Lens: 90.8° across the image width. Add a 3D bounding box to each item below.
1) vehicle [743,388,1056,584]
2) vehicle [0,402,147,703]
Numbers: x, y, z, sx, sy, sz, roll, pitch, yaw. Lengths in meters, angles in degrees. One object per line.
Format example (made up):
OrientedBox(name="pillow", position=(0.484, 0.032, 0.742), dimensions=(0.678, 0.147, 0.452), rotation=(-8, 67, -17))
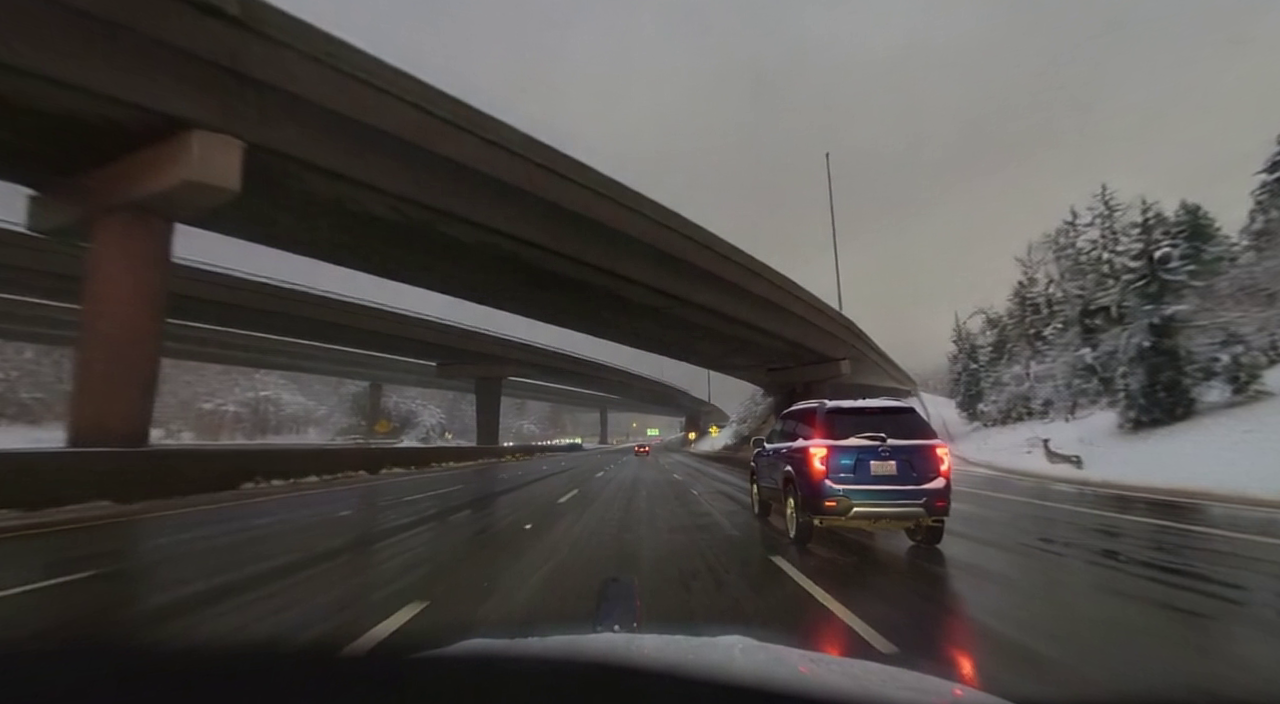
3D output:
OrientedBox(name="vehicle", position=(2.975, 1.693, 8.789), dimensions=(2.155, 1.918, 4.945), rotation=(0, -9, -1))
OrientedBox(name="vehicle", position=(-3.845, 0.794, 1.516), dimensions=(2.021, 1.504, 4.054), rotation=(0, -9, 0))
